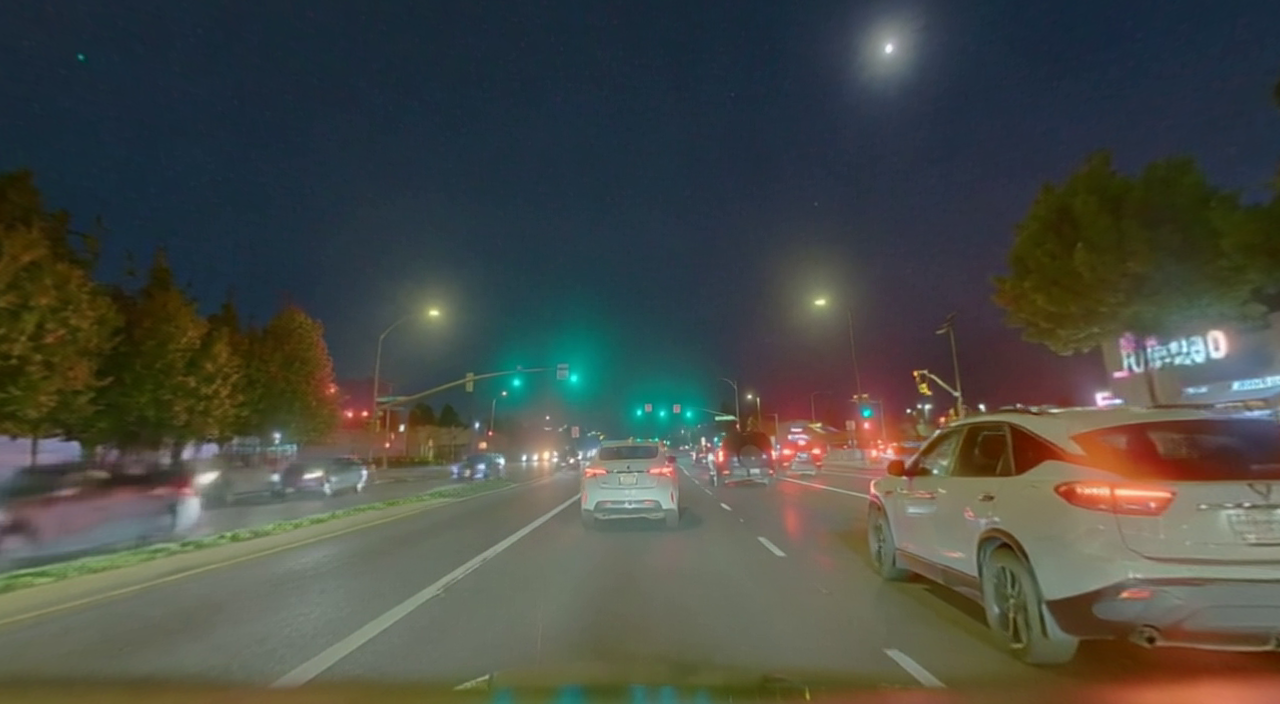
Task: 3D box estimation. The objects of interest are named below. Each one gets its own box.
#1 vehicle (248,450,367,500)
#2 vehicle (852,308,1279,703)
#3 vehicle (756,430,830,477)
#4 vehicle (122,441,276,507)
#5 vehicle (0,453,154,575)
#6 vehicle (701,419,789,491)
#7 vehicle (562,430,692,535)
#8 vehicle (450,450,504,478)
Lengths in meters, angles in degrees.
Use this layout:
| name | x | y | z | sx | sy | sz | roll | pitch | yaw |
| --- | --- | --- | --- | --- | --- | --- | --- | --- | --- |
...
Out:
| name | x | y | z | sx | sy | sz | roll | pitch | yaw |
| --- | --- | --- | --- | --- | --- | --- | --- | --- | --- |
| vehicle | -12.418 | 4.587 | 23.829 | 1.944 | 1.638 | 4.496 | 0 | -8 | 1 |
| vehicle | 3.399 | 1.078 | 4.936 | 1.982 | 1.960 | 4.427 | 0 | -8 | 1 |
| vehicle | 7.901 | 5.270 | 33.025 | 2.627 | 2.252 | 5.236 | 0 | -8 | 1 |
| vehicle | -15.976 | 4.369 | 23.179 | 2.040 | 2.152 | 4.854 | 0 | -8 | 1 |
| vehicle | -9.150 | 2.121 | 8.243 | 2.050 | 1.498 | 4.238 | 0 | -8 | 1 |
| vehicle | 3.955 | 4.008 | 24.800 | 2.516 | 2.481 | 5.766 | 0 | -8 | 1 |
| vehicle | -0.175 | 2.411 | 12.291 | 2.111 | 1.676 | 4.018 | 0 | -8 | 1 |
| vehicle | -9.340 | 6.457 | 36.419 | 1.933 | 1.469 | 4.516 | 0 | -8 | 0 |
